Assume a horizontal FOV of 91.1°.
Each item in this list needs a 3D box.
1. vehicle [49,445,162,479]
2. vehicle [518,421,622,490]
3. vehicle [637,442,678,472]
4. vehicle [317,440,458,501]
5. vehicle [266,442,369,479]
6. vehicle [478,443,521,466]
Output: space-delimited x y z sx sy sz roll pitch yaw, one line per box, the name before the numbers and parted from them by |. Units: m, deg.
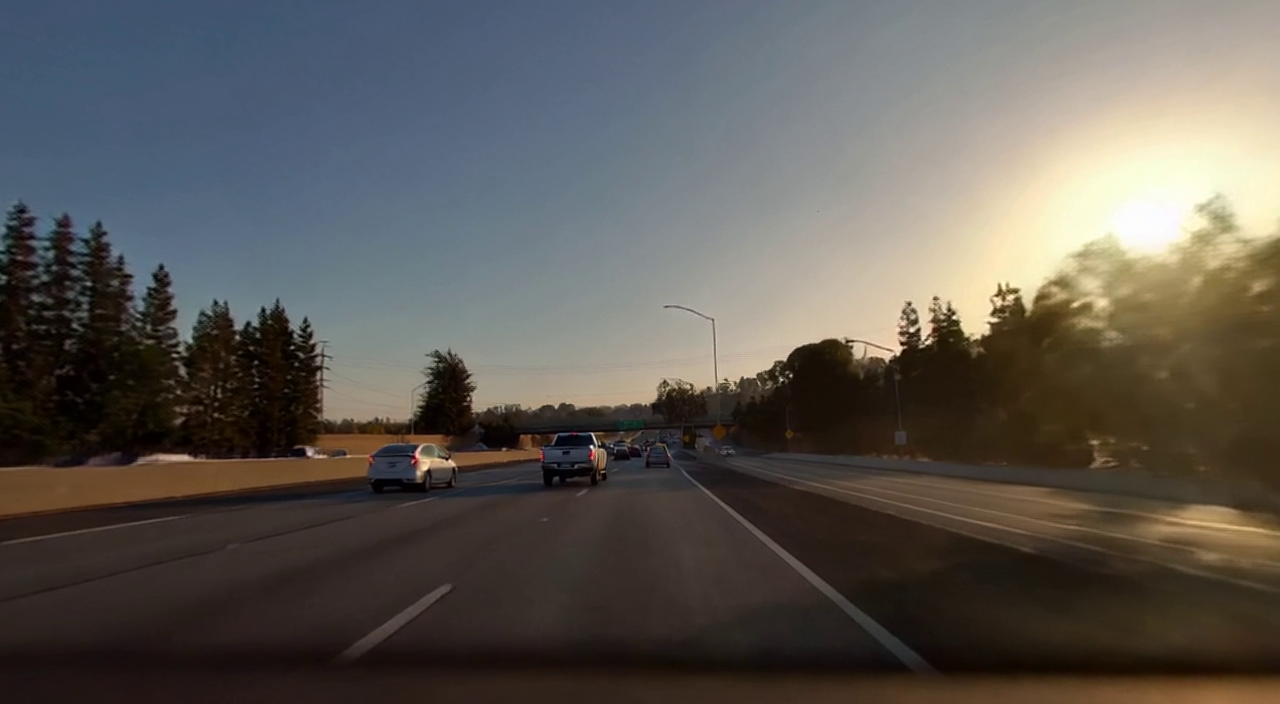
vehicle | -24.258 4.995 28.689 1.716 1.424 3.862 0 -9 1
vehicle | -2.259 3.662 22.645 2.815 2.092 6.526 0 -8 2
vehicle | 0.869 5.542 33.419 2.013 1.444 4.447 0 -8 0
vehicle | -6.853 3.234 17.658 1.964 1.481 4.425 -1 -8 2
vehicle | -14.158 4.780 27.910 1.938 1.475 4.760 0 -8 2
vehicle | -9.817 7.171 44.172 1.915 1.472 4.502 -1 -8 2
